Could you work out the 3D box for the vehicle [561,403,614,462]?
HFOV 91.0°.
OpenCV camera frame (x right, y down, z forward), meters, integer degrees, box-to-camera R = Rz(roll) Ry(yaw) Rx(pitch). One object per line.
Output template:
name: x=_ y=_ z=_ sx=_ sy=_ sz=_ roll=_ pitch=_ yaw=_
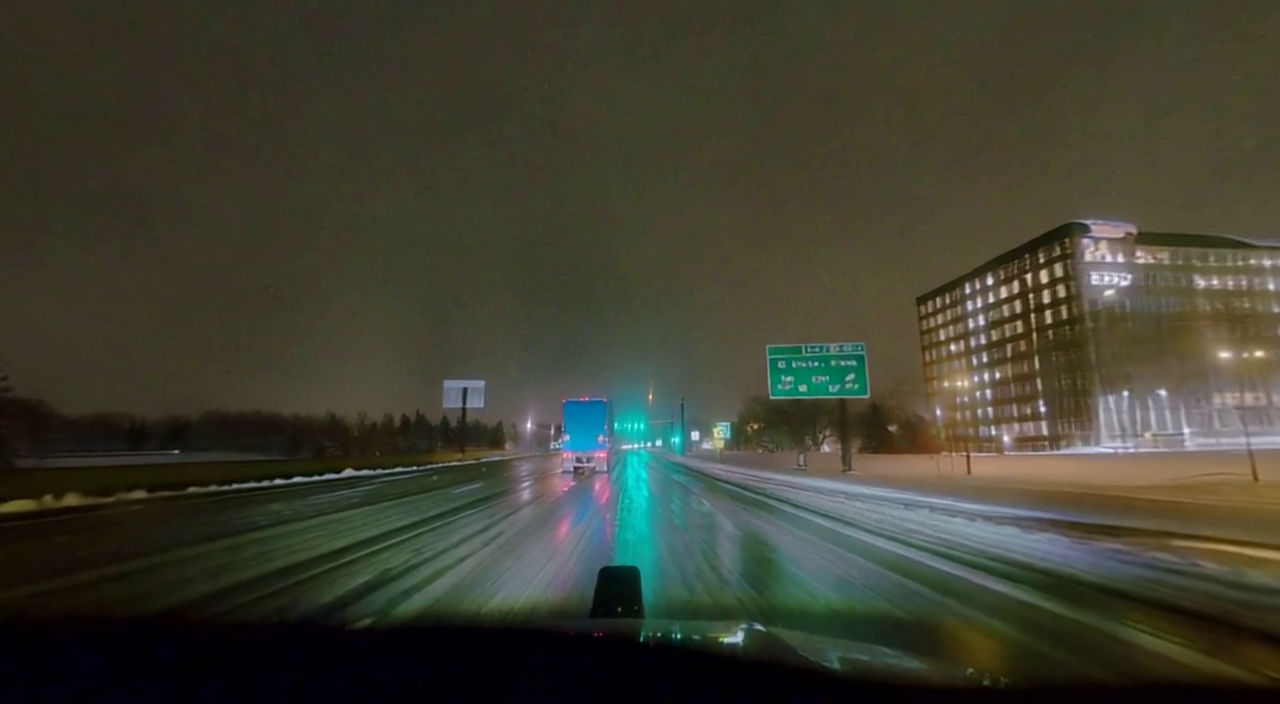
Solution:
vehicle: x=-3.726 y=6.184 z=47.385 sx=3.059 sy=3.867 sz=10.343 roll=0 pitch=-9 yaw=0
